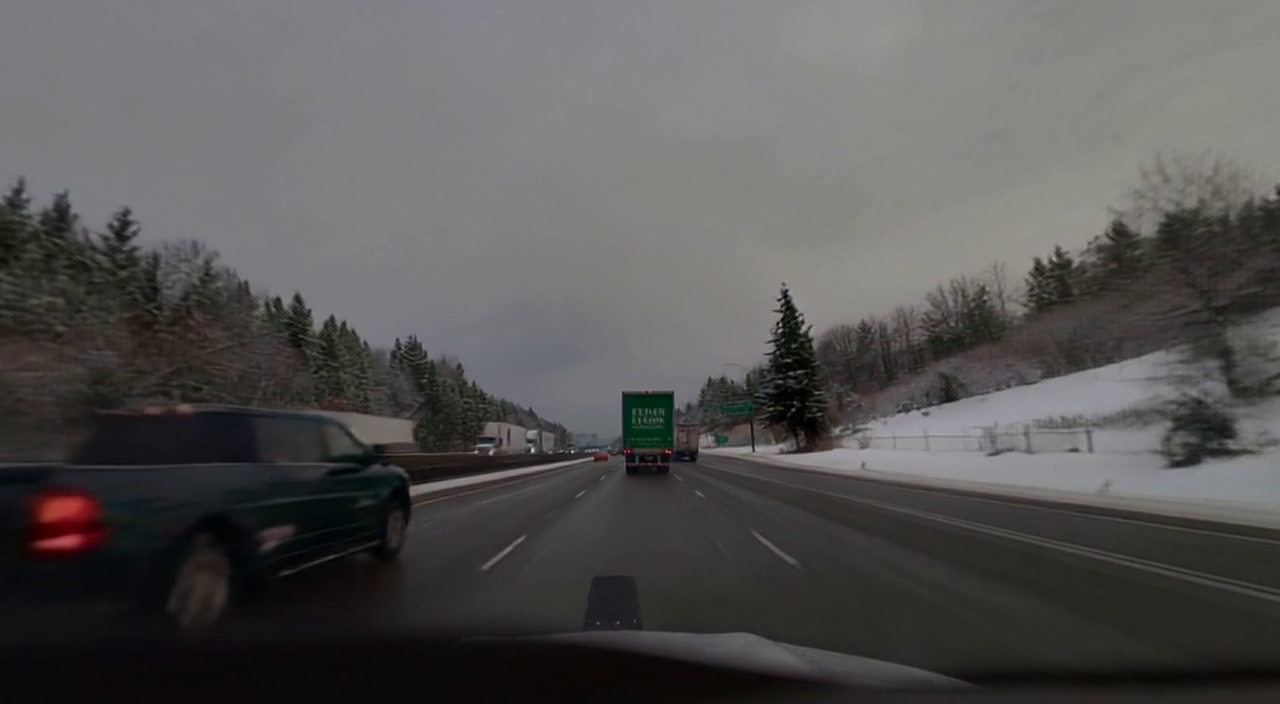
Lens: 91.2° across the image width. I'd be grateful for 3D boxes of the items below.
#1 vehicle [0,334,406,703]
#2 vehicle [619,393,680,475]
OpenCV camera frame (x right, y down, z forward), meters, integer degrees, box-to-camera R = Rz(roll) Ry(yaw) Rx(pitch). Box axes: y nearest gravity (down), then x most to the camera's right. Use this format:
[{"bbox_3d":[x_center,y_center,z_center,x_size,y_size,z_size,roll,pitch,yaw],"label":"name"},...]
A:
[{"bbox_3d":[-3.734,1.117,4.782,2.097,1.711,4.594,0,-9,0],"label":"vehicle"},{"bbox_3d":[0.465,4.892,36.679,3.057,4.073,10.792,0,-9,0],"label":"vehicle"}]
